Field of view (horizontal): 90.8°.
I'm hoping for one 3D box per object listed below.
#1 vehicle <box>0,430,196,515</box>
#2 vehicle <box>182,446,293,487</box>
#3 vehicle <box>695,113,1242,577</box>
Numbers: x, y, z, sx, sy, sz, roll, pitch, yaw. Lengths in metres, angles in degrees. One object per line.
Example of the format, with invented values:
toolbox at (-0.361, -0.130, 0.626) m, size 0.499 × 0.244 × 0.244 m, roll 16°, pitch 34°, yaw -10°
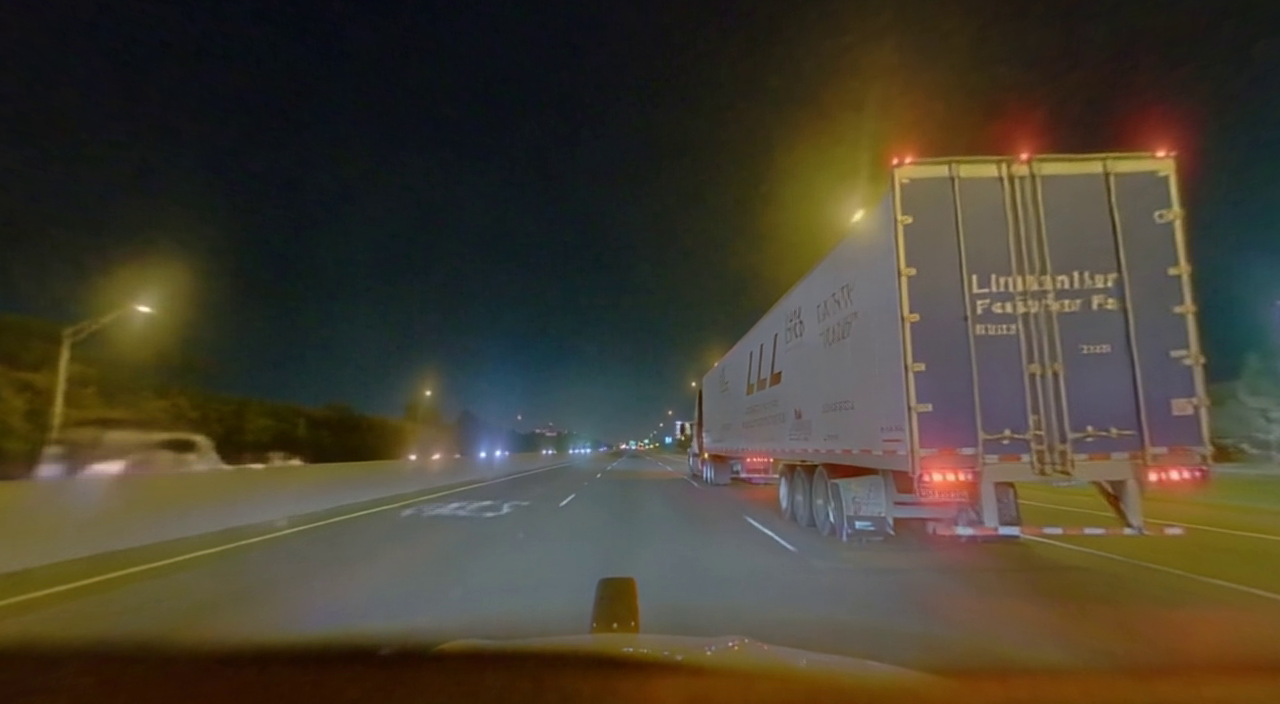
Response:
vehicle at (-10.431, 2.222, 12.008) m, size 1.545 × 1.371 × 3.313 m, roll 0°, pitch -9°, yaw 0°
vehicle at (-14.928, 4.233, 23.695) m, size 1.759 × 1.389 × 3.638 m, roll 0°, pitch -9°, yaw 0°
vehicle at (3.691, 1.097, 14.391) m, size 2.891 × 4.387 × 17.121 m, roll 0°, pitch -9°, yaw -2°
